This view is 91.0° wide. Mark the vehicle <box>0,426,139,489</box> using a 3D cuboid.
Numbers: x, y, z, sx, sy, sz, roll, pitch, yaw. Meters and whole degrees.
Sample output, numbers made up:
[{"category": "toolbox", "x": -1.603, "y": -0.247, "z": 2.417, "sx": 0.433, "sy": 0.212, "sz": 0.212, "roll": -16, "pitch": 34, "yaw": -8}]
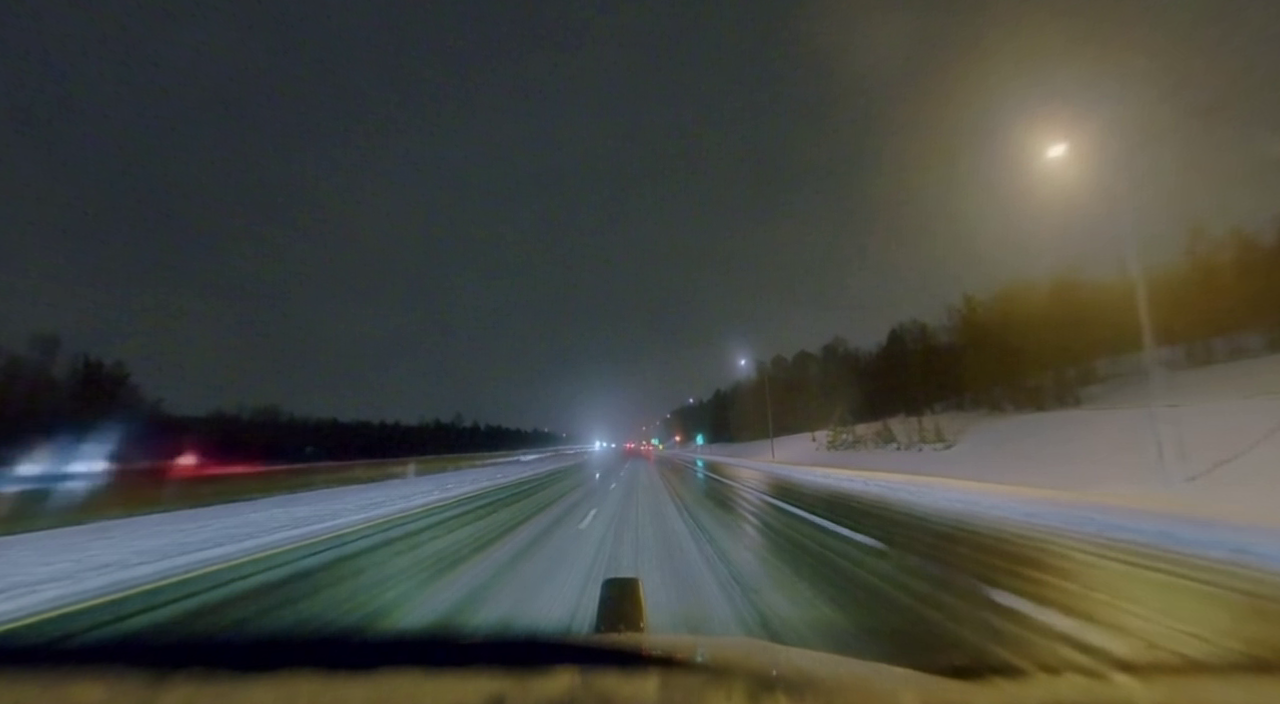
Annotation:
[{"category": "vehicle", "x": -15.343, "y": 2.711, "z": 16.428, "sx": 1.650, "sy": 1.455, "sz": 3.511, "roll": 0, "pitch": -8, "yaw": -1}]
